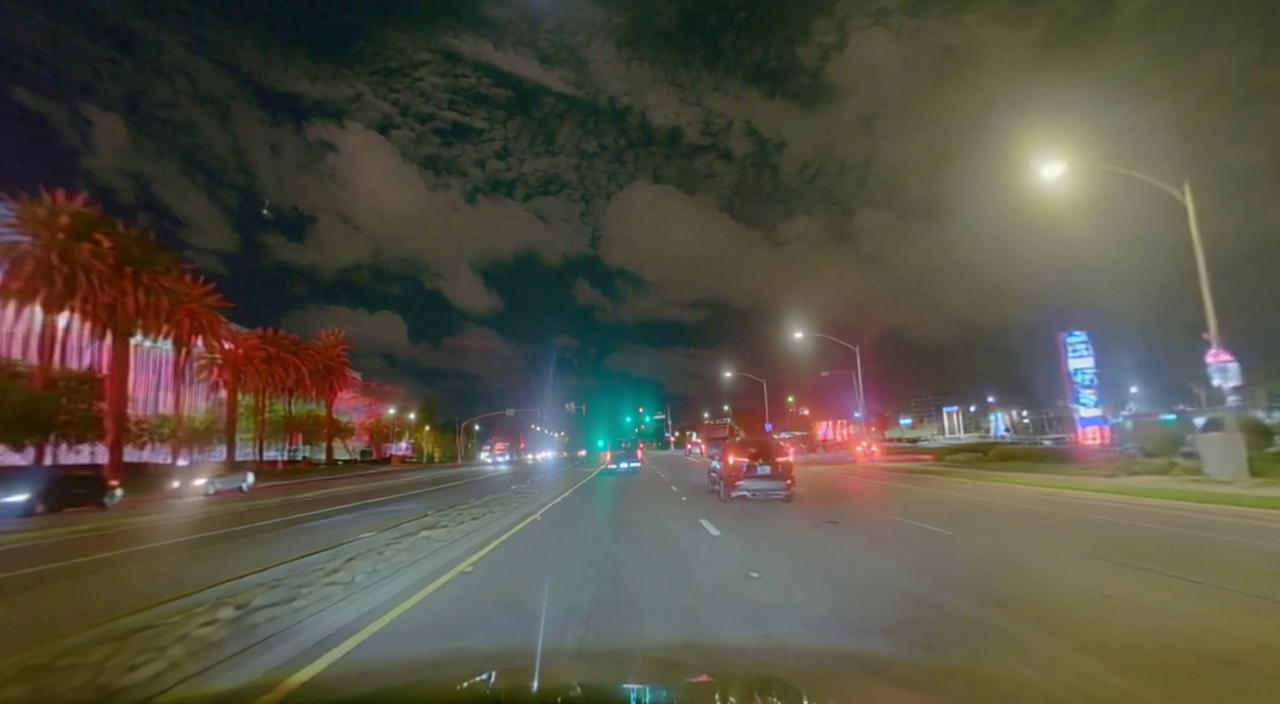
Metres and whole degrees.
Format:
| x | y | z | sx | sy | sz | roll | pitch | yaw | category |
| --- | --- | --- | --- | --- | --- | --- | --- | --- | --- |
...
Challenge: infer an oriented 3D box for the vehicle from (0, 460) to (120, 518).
| x | y | z | sx | sy | sz | roll | pitch | yaw | category |
| --- | --- | --- | --- | --- | --- | --- | --- | --- | --- |
| -19.641 | 4.388 | 20.659 | 1.753 | 1.600 | 4.040 | 0 | -8 | -2 | vehicle |

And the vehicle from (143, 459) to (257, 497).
| x | y | z | sx | sy | sz | roll | pitch | yaw | category |
| --- | --- | --- | --- | --- | --- | --- | --- | --- | --- |
| -19.467 | 5.568 | 28.120 | 1.847 | 1.466 | 4.530 | 0 | -8 | -1 | vehicle |

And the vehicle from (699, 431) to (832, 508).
| x | y | z | sx | sy | sz | roll | pitch | yaw | category |
| --- | --- | --- | --- | --- | --- | --- | --- | --- | --- |
| 2.828 | 2.793 | 15.472 | 2.195 | 1.590 | 4.668 | 0 | -8 | -2 | vehicle |

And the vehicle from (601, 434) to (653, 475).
| x | y | z | sx | sy | sz | roll | pitch | yaw | category |
| --- | --- | --- | --- | --- | --- | --- | --- | --- | --- |
| -0.597 | 4.857 | 30.088 | 2.277 | 1.816 | 4.192 | 0 | -8 | -1 | vehicle |
